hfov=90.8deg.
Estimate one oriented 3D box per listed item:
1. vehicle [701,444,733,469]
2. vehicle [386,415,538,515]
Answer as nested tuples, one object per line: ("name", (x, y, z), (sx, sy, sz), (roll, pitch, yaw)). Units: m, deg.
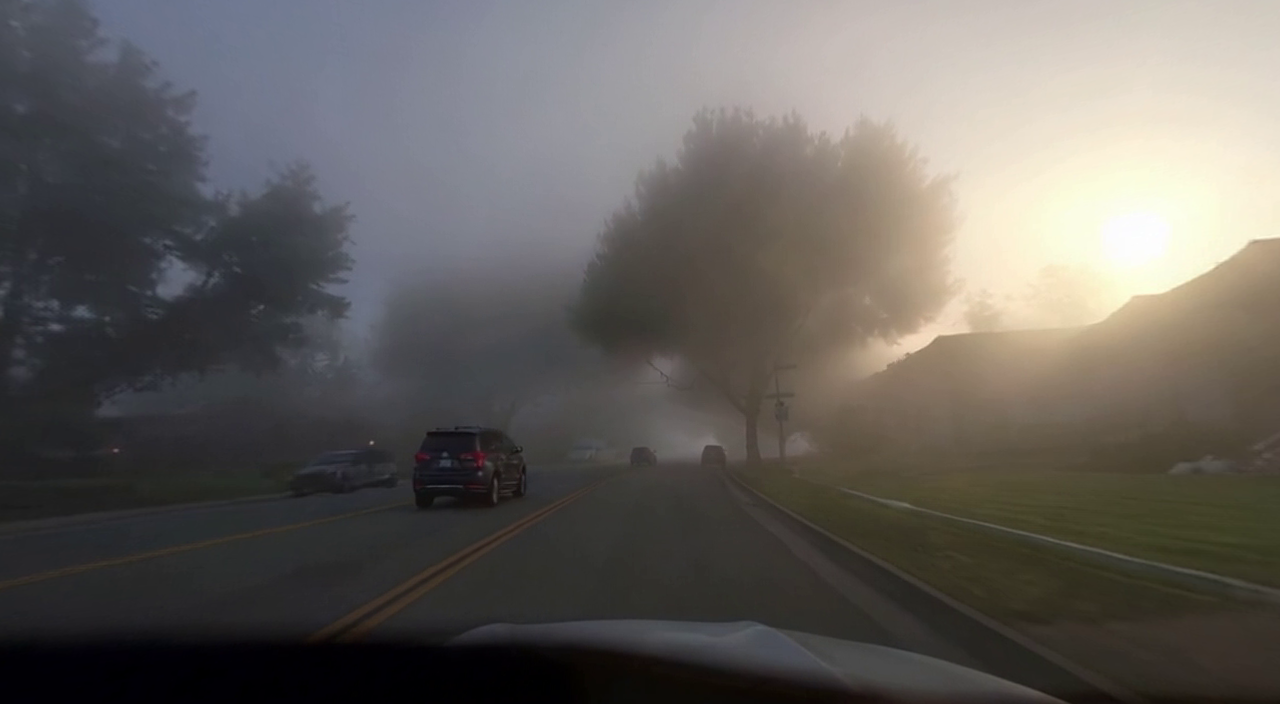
("vehicle", (5.523, 7.399, 44.840), (2.040, 1.643, 4.446), (-1, -9, 9))
("vehicle", (-4.159, 2.756, 15.894), (2.085, 2.084, 5.133), (-1, -8, 3))
